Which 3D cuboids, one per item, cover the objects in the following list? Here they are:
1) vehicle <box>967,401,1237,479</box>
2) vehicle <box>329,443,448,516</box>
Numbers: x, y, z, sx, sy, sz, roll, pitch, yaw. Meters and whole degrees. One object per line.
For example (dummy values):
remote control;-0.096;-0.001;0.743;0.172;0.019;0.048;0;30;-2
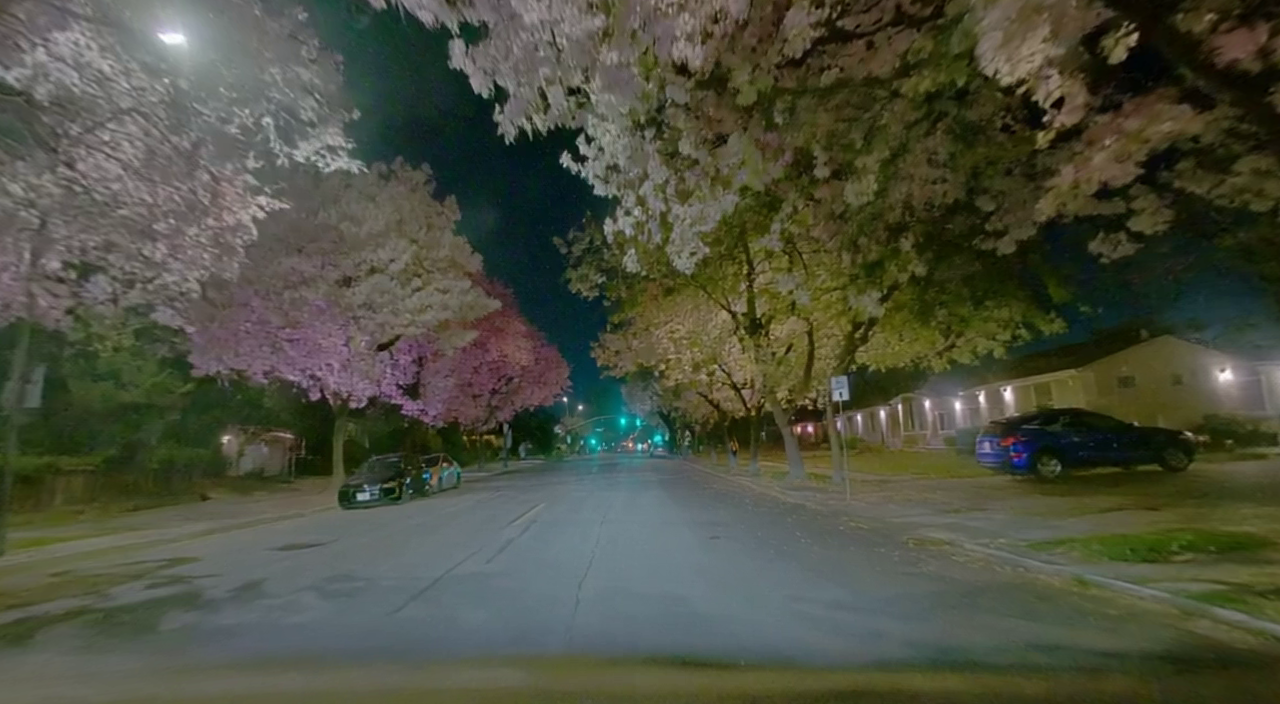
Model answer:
vehicle;11.497;2.235;16.040;5.198;1.813;2.028;0;-8;-1
vehicle;-6.430;3.226;16.672;1.874;1.497;4.233;-2;-7;-7
